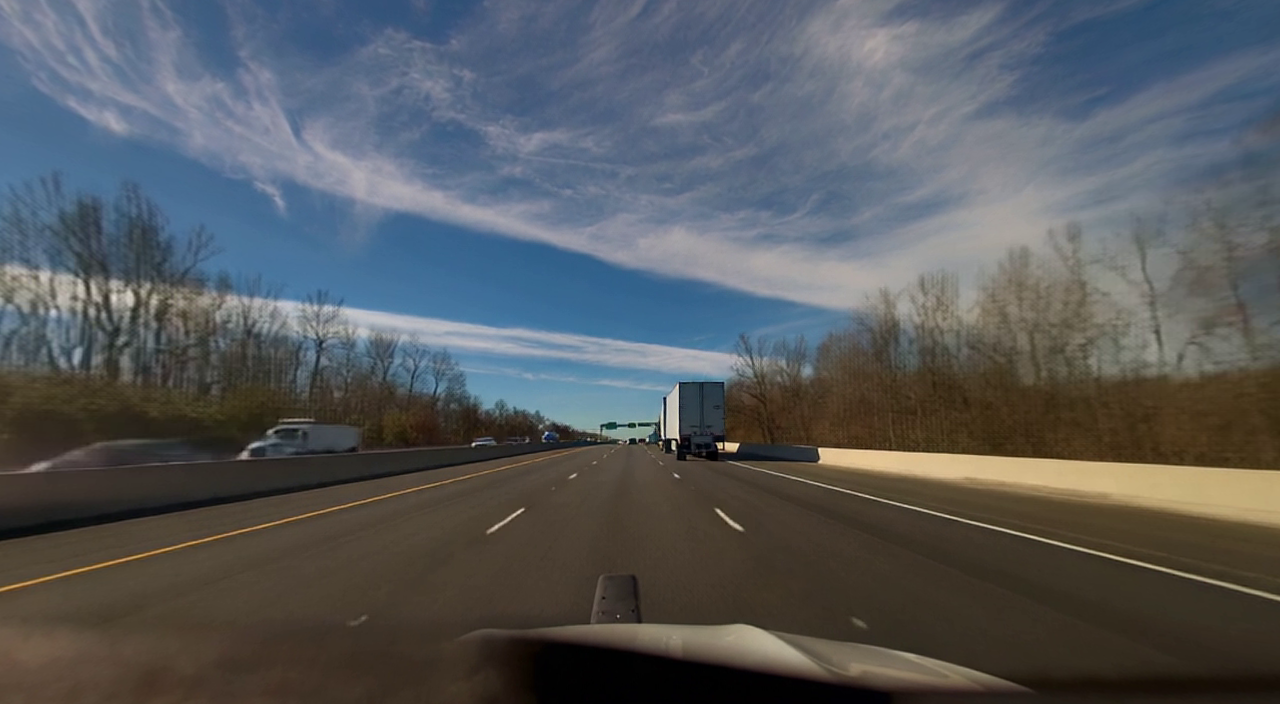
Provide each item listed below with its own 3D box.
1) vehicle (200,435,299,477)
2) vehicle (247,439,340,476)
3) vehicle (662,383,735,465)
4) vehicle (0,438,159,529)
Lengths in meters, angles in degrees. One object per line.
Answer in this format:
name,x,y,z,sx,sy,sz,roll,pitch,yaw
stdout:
vehicle,-19.707,5.226,32.017,2.019,1.935,4.778,0,-8,-1
vehicle,-16.249,4.945,29.771,1.972,1.595,4.326,0,-8,0
vehicle,3.277,4.678,39.845,2.979,4.161,15.508,1,-7,-1
vehicle,-11.750,2.420,12.037,1.864,1.515,4.052,0,-8,-1
